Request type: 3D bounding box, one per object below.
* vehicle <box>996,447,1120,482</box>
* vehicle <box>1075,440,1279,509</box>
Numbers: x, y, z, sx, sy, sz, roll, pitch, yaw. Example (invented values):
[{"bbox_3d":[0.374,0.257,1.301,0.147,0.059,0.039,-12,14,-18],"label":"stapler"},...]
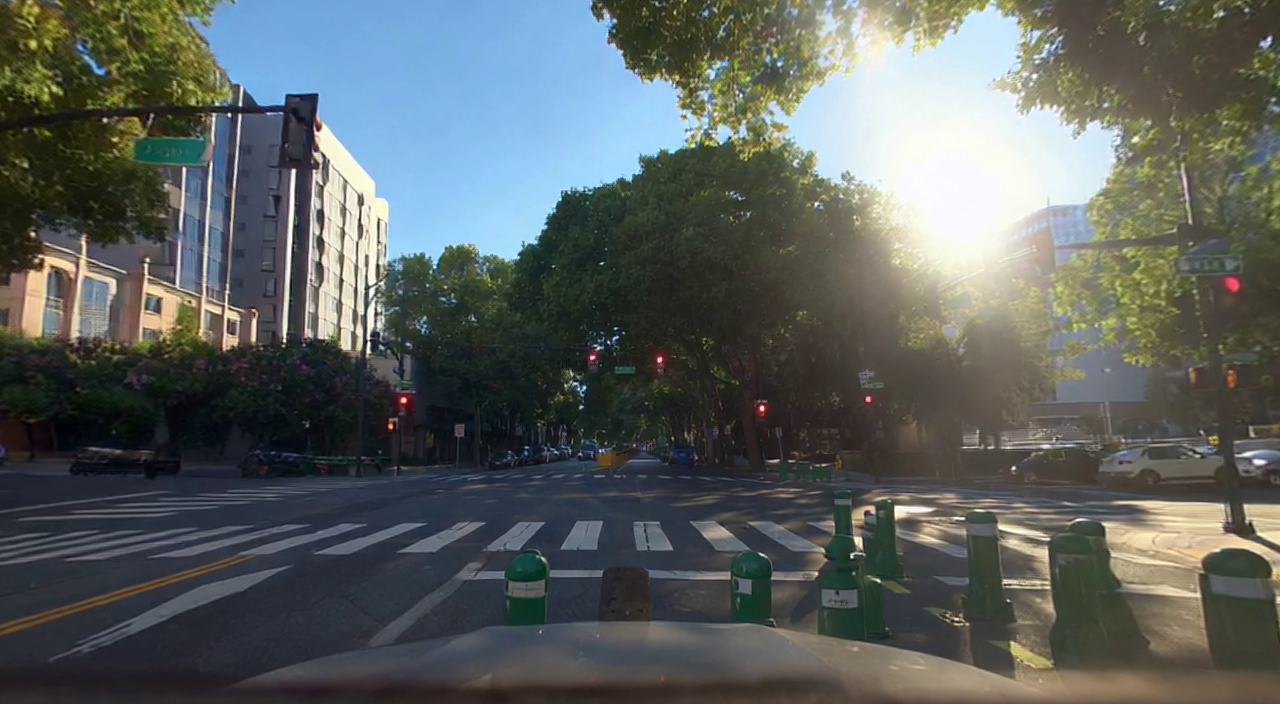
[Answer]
[{"bbox_3d":[19.622,5.280,29.756,4.368,1.522,1.972,-1,-8,2],"label":"vehicle"},{"bbox_3d":[12.996,2.785,14.562,4.424,1.436,1.804,-1,-8,5],"label":"vehicle"}]
